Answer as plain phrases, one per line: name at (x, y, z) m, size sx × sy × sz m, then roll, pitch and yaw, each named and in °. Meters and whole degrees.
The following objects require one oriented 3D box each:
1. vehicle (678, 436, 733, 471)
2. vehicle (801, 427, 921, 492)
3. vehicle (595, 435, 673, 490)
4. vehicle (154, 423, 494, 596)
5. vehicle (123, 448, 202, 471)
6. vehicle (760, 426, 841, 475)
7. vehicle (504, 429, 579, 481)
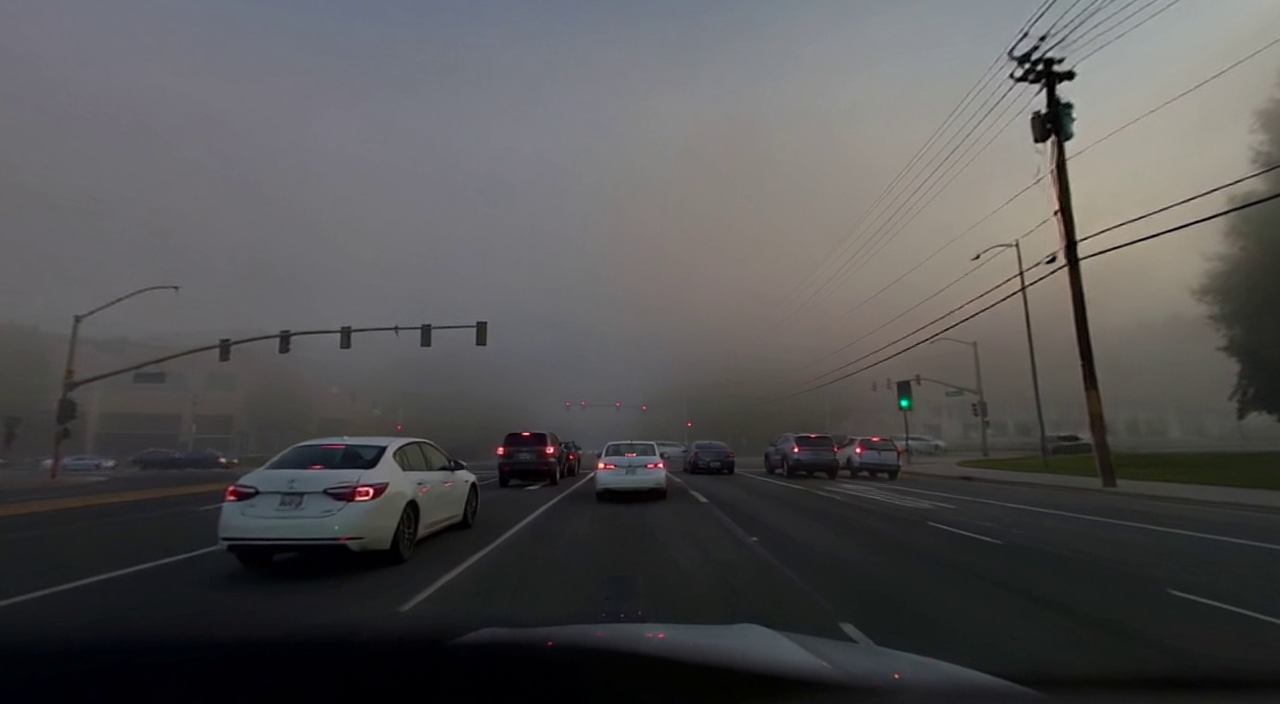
vehicle at (2.990, 4.791, 29.918) m, size 1.987 × 1.515 × 4.521 m, roll 0°, pitch -8°, yaw -2°
vehicle at (6.402, 3.174, 18.884) m, size 1.945 × 1.706 × 4.190 m, roll 0°, pitch -8°, yaw -2°
vehicle at (-0.175, 3.263, 18.970) m, size 2.098 × 1.431 × 3.958 m, roll 0°, pitch -8°, yaw -1°
vehicle at (-3.209, 1.672, 7.617) m, size 1.837 × 1.463 × 4.311 m, roll 0°, pitch -8°, yaw 1°
vehicle at (-37.195, 8.368, 49.277) m, size 4.649 × 1.653 × 1.885 m, roll 0°, pitch -8°, yaw 0°
vehicle at (7.147, 4.475, 28.791) m, size 2.156 × 1.982 × 5.358 m, roll 0°, pitch -8°, yaw -1°
vehicle at (-3.453, 3.711, 23.013) m, size 2.033 × 1.714 × 4.278 m, roll 0°, pitch -8°, yaw 0°
